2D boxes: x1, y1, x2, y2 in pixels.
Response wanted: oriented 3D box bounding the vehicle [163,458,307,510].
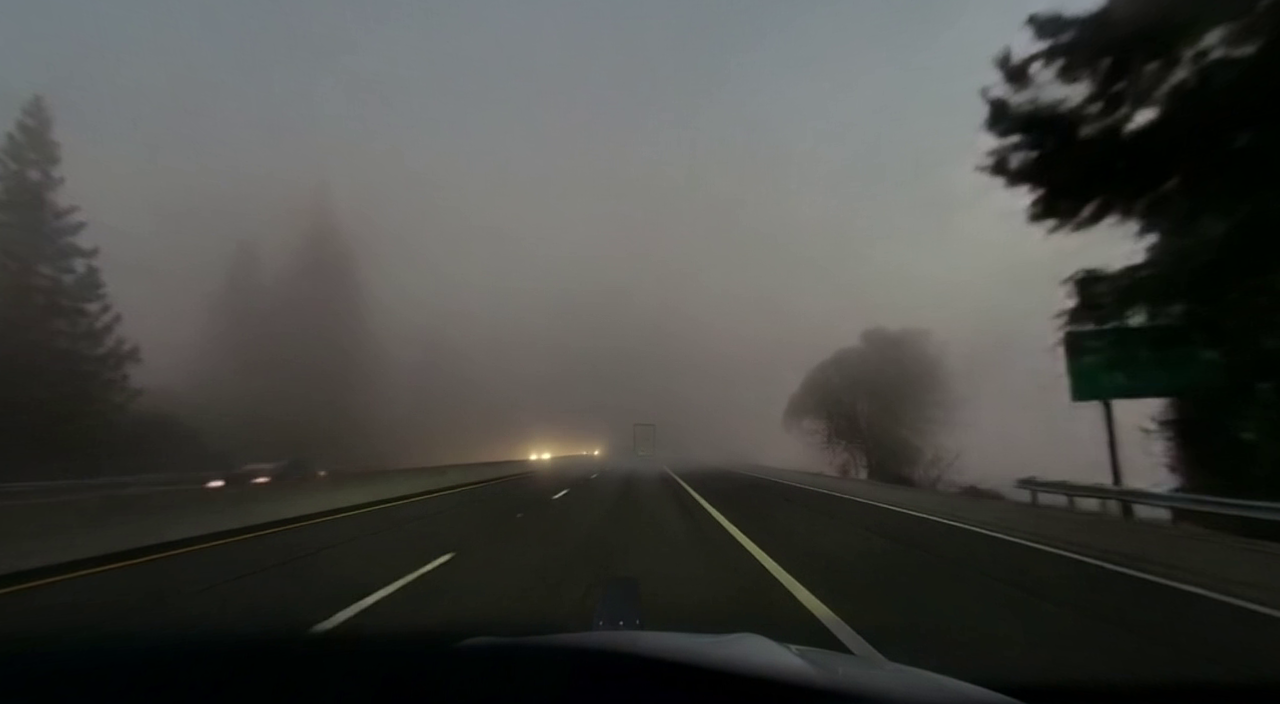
[{"bbox_3d":[-13.866,4.501,22.008,1.938,1.545,4.630,0,-9,0],"label":"vehicle"}]
